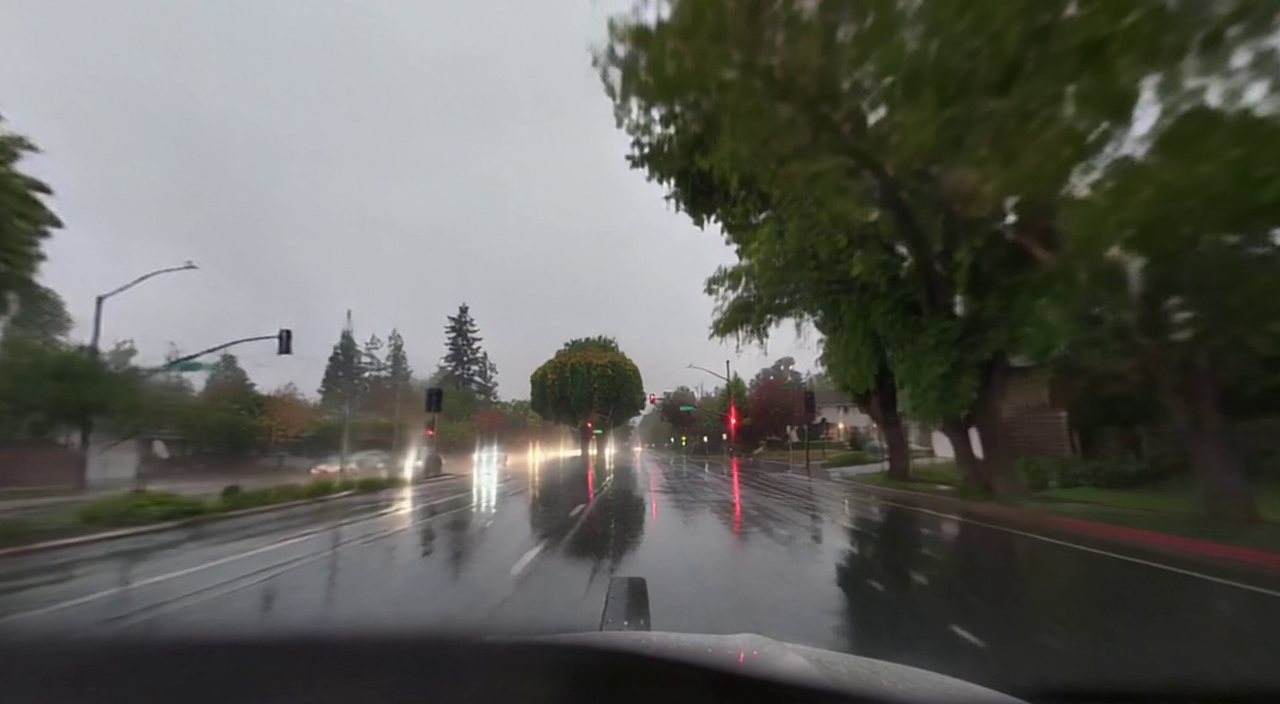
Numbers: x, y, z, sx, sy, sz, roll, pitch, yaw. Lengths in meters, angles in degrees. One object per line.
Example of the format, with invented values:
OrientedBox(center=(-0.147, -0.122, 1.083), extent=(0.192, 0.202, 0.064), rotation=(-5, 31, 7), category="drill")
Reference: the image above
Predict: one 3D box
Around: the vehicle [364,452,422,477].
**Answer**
OrientedBox(center=(-16.504, 7.540, 42.394), extent=(1.946, 1.502, 4.557), rotation=(0, -9, 1), category="vehicle")
